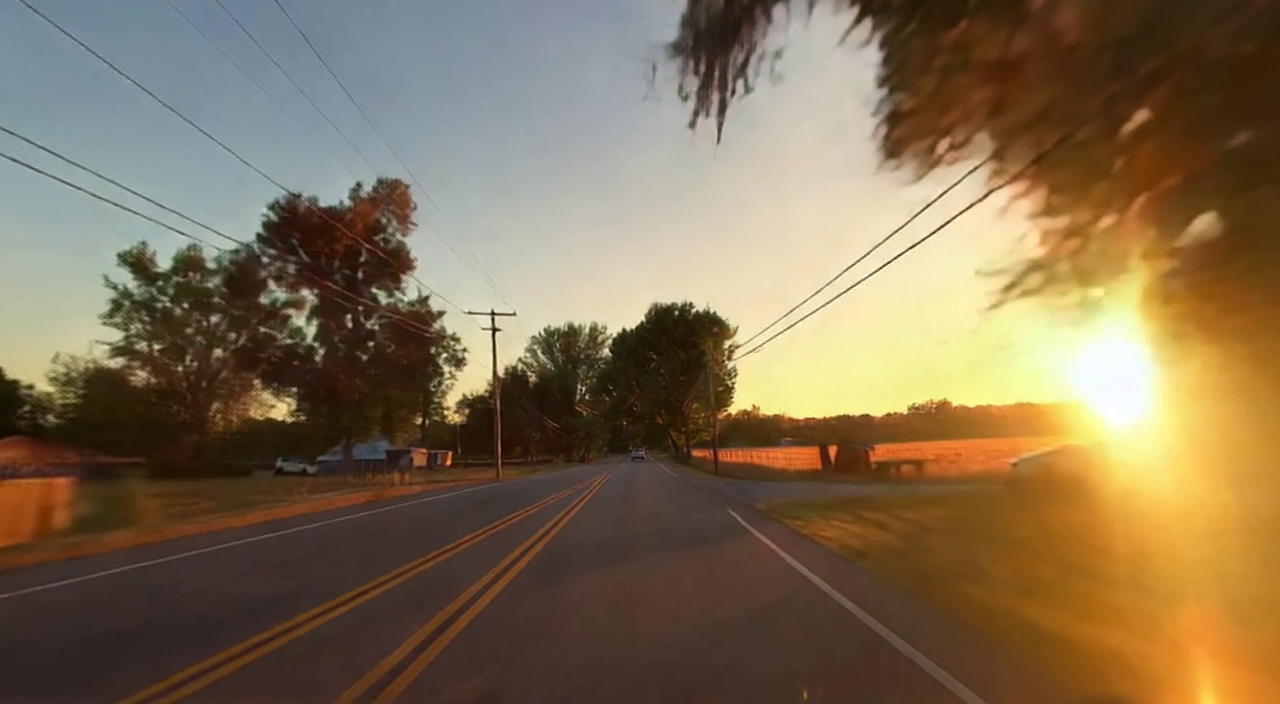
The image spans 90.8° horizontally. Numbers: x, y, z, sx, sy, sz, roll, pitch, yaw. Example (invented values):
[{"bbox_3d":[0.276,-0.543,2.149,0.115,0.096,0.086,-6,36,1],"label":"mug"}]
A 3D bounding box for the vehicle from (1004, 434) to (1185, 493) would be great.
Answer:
[{"bbox_3d":[14.833,3.630,20.820,4.400,1.462,1.884,-5,-7,1],"label":"vehicle"}]
